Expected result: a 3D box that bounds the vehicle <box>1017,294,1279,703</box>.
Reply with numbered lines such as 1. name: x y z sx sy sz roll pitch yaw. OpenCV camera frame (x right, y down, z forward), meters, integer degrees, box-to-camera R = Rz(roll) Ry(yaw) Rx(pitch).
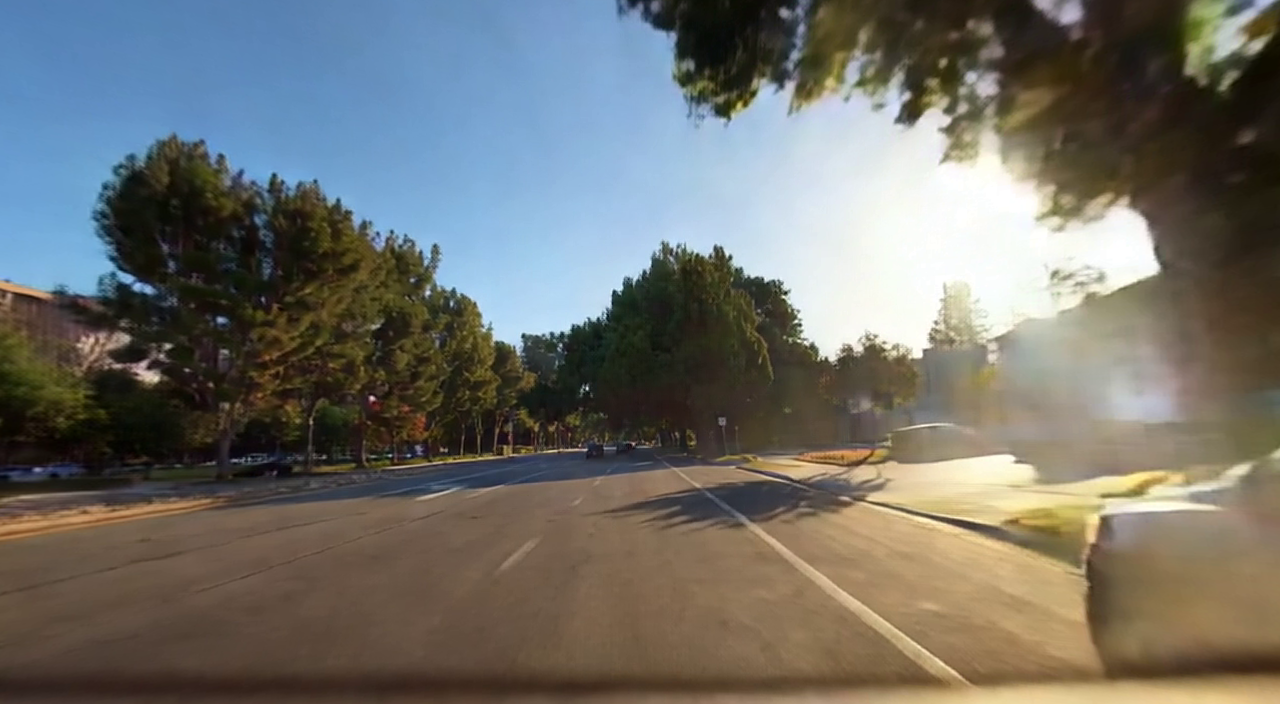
1. vehicle: 2.984 0.550 0.837 2.047 1.768 4.607 0 -8 -1
